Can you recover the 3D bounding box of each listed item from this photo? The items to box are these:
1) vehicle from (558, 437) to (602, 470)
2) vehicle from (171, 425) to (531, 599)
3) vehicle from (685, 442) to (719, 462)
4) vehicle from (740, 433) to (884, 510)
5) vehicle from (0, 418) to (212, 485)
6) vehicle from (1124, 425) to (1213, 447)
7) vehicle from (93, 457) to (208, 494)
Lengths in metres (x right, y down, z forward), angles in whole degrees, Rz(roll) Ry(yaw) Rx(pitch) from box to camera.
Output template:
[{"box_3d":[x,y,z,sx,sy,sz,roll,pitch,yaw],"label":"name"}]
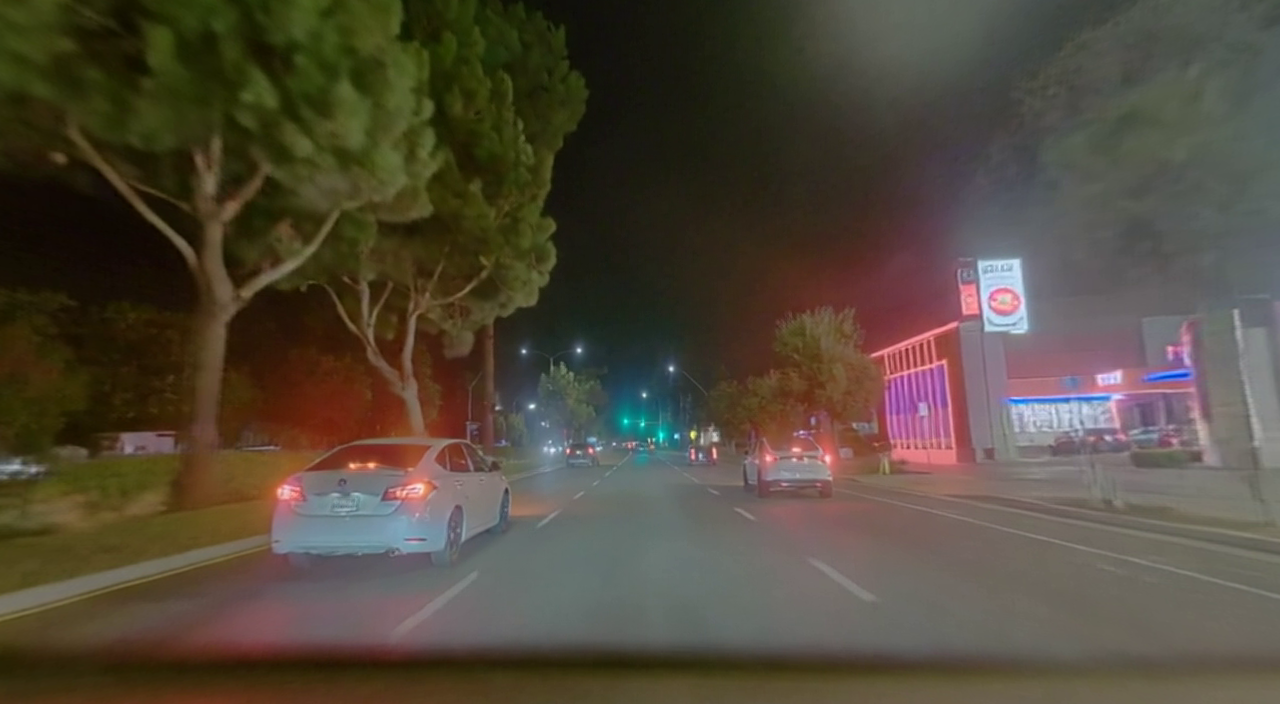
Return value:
[{"box_3d":[-3.275,5.667,35.479,1.981,1.731,4.360,0,-8,1],"label":"vehicle"},{"box_3d":[-2.914,1.734,7.910,2.082,1.460,4.922,0,-8,1],"label":"vehicle"},{"box_3d":[4.555,7.410,46.832,1.996,1.443,4.270,0,-8,-1],"label":"vehicle"},{"box_3d":[3.766,2.706,14.819,2.036,1.480,4.659,0,-8,-1],"label":"vehicle"},{"box_3d":[-29.843,5.566,35.484,8.970,3.504,3.159,0,-8,0],"label":"vehicle"},{"box_3d":[37.747,6.041,45.104,4.451,1.479,1.961,-1,-8,2],"label":"vehicle"},{"box_3d":[-22.170,5.574,28.794,1.822,1.483,4.236,0,-8,1],"label":"vehicle"}]
